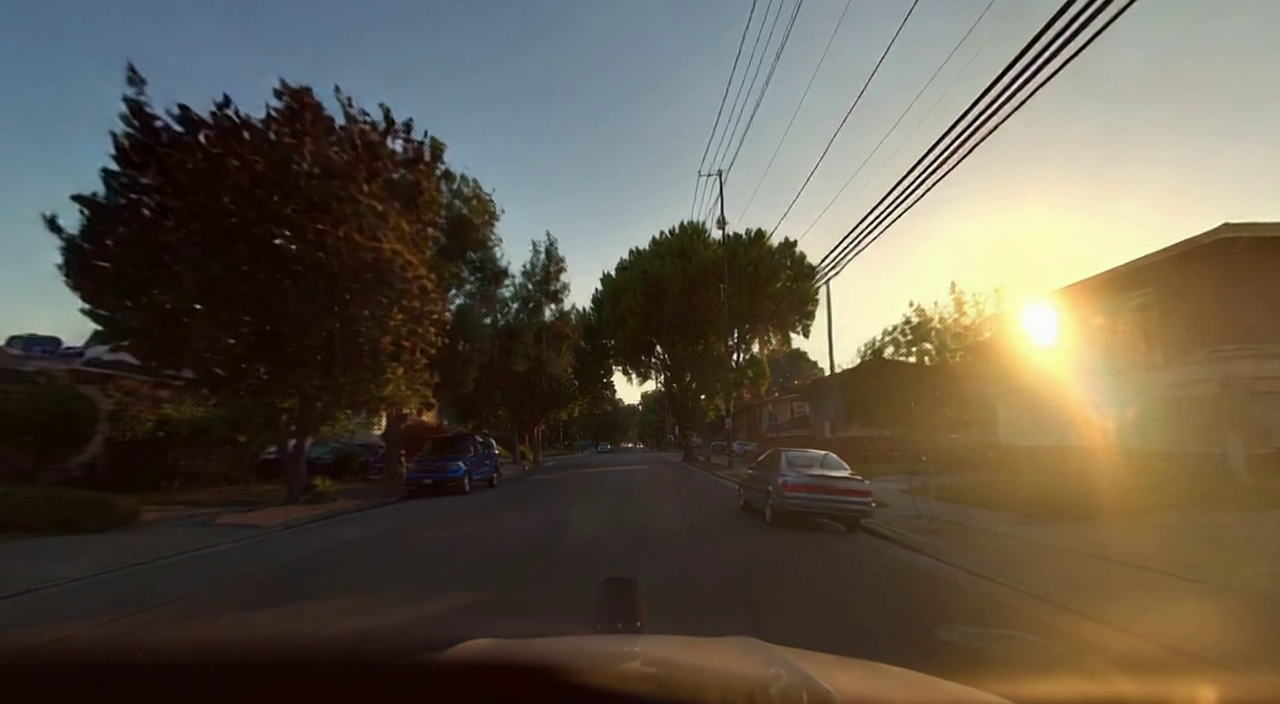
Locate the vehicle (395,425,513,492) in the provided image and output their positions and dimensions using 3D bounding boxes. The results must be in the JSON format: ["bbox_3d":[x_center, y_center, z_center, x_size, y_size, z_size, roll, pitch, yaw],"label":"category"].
[{"bbox_3d":[-5.963,3.516,21.075,2.263,1.915,5.071,-1,-9,2],"label":"vehicle"}]

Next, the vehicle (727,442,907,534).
[{"bbox_3d":[3.133,2.498,12.351,1.944,1.439,4.500,1,-8,-4],"label":"vehicle"}]
